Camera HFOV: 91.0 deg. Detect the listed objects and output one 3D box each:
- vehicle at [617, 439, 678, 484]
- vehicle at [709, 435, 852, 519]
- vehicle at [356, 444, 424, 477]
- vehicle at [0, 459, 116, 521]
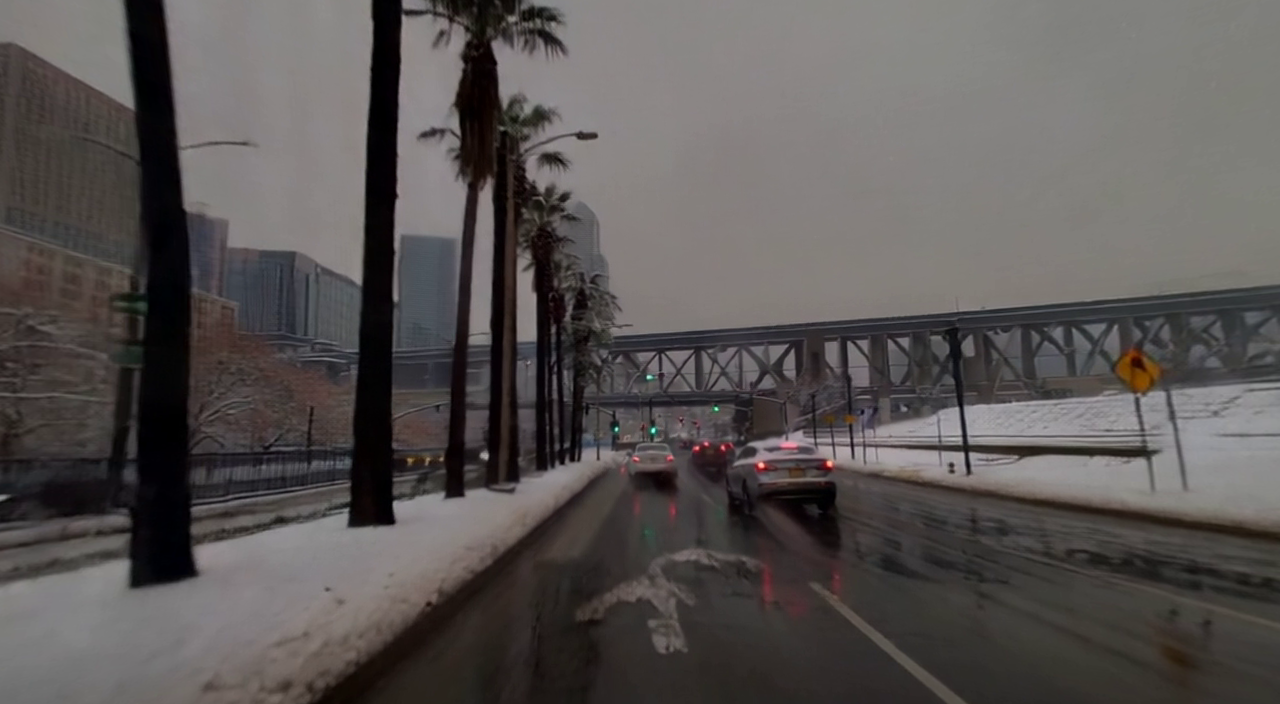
[{"bbox_3d":[0.335,3.977,23.169,2.077,1.518,3.760,-1,-8,2],"label":"vehicle"},{"bbox_3d":[2.843,2.651,14.037,2.051,1.509,4.933,0,-8,0],"label":"vehicle"},{"bbox_3d":[-15.461,6.698,39.266,2.048,1.830,5.136,-1,-8,1],"label":"vehicle"},{"bbox_3d":[-18.198,4.018,18.618,1.887,1.569,4.014,0,-8,0],"label":"vehicle"}]
